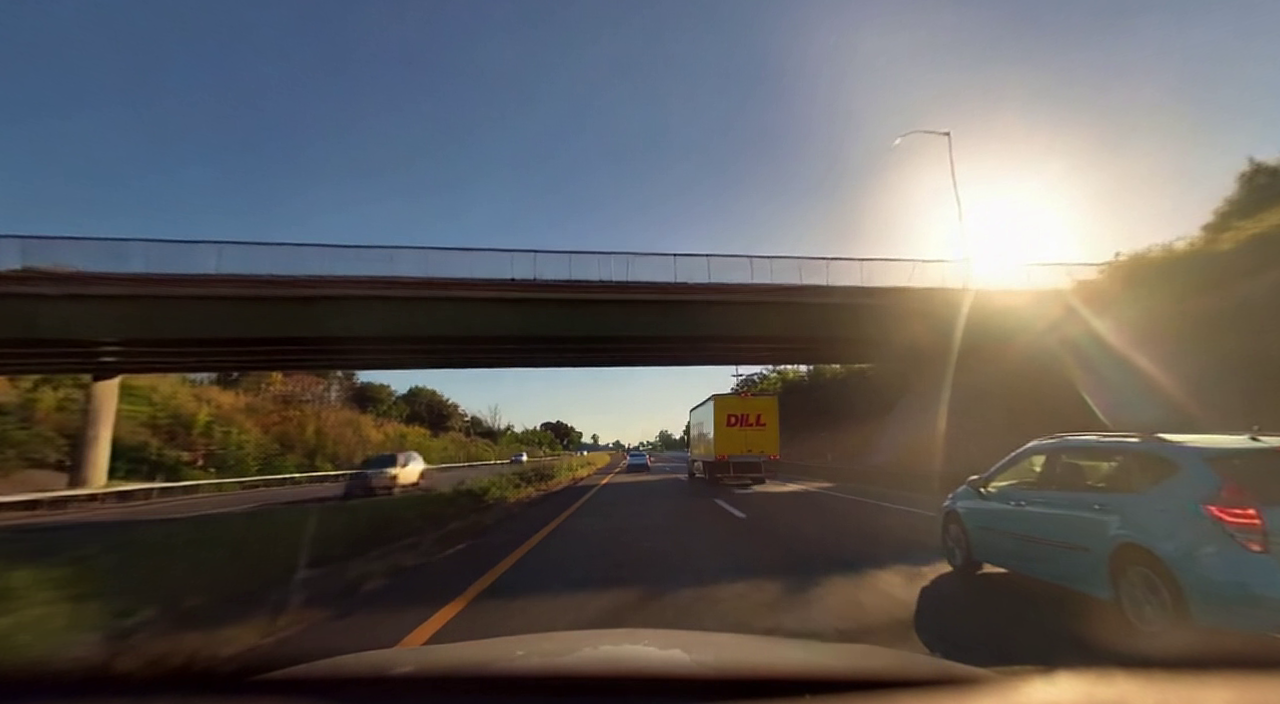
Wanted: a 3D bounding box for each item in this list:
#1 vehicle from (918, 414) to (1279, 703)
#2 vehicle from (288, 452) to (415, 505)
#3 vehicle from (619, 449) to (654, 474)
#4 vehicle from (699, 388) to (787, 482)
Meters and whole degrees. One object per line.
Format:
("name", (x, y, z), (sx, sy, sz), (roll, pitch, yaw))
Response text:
("vehicle", (3.766, 1.231, 4.225), (1.894, 1.452, 4.164), (0, -9, 0))
("vehicle", (-8.640, 3.795, 19.357), (1.878, 1.442, 4.165), (0, -9, 1))
("vehicle", (-0.200, 6.757, 38.986), (2.055, 1.445, 3.661), (0, -9, 0))
("vehicle", (4.807, 4.174, 31.113), (2.838, 3.985, 8.010), (0, -9, -1))
